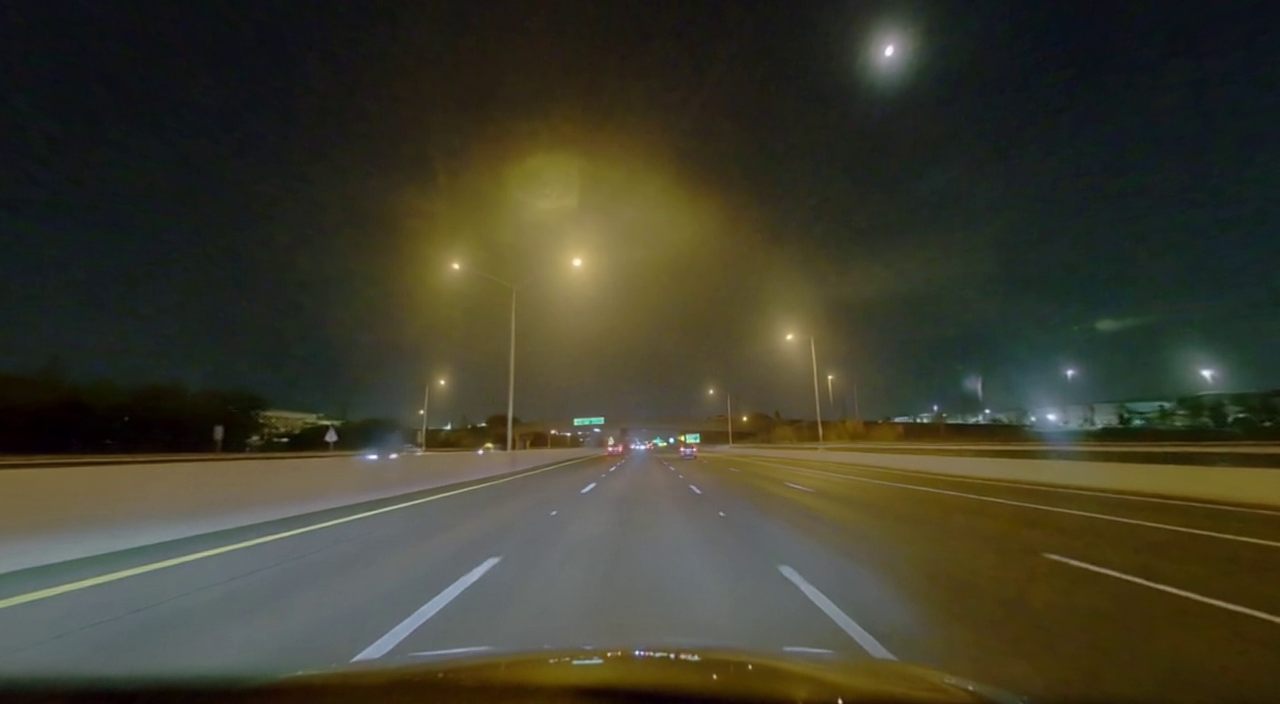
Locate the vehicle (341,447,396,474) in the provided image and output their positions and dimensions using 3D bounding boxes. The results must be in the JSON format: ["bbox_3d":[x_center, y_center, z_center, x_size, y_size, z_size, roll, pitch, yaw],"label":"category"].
[{"bbox_3d":[-14.560,5.815,33.984,1.450,1.342,3.292,0,-8,1],"label":"vehicle"}]
